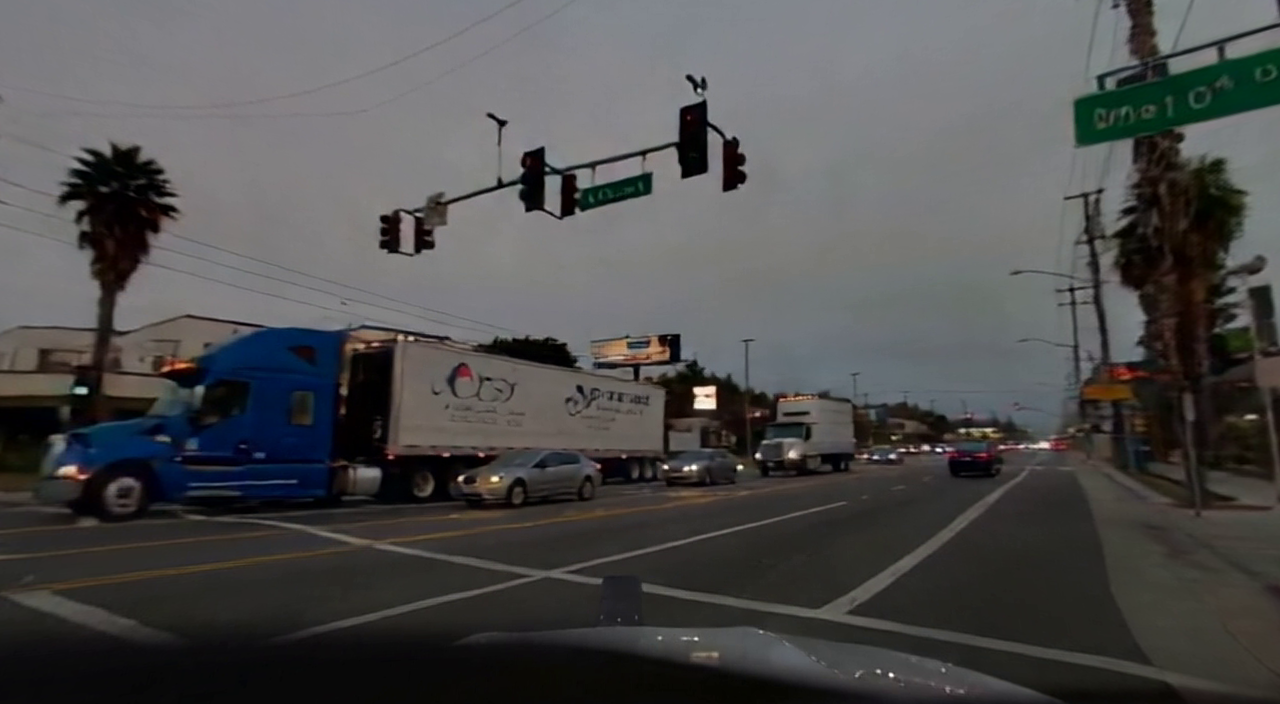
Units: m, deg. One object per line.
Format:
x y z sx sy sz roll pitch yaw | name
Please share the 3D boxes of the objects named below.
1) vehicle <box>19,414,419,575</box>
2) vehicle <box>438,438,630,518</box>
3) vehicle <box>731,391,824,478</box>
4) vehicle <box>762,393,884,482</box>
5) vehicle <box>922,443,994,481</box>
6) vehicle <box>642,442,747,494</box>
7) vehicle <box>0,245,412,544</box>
-6.557 2.113 10.622 2.200 1.893 5.079 -8 -8 32 | vehicle
-2.515 3.125 16.273 1.949 1.510 4.958 -9 -9 33 | vehicle
6.706 4.005 30.765 3.027 3.903 3.372 -8 -9 34 | vehicle
10.248 4.588 34.659 3.434 4.193 9.012 -8 -9 34 | vehicle
14.055 4.778 27.829 2.040 1.492 5.114 -6 -10 34 | vehicle
2.136 4.299 23.776 1.919 1.512 4.443 -9 -9 33 | vehicle
-9.032 1.081 12.561 3.029 4.352 8.167 -6 -10 32 | vehicle
